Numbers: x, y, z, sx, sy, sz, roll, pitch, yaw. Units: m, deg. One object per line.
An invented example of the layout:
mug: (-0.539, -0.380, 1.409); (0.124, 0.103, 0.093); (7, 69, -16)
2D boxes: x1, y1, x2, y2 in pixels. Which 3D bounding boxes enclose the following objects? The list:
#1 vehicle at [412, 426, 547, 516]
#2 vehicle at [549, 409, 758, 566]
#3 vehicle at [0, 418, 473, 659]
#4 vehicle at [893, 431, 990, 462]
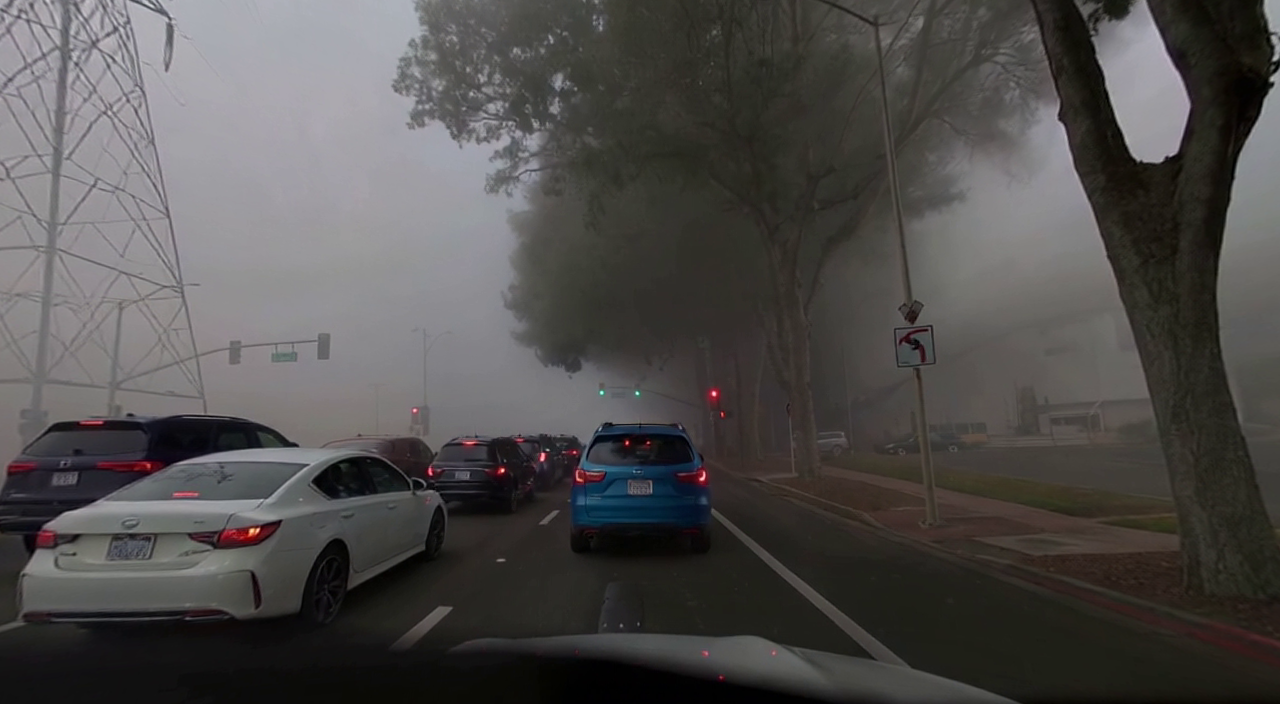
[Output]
vehicle: (-3.259, 2.492, 13.683); (1.997, 1.636, 3.760); (0, -8, -1)
vehicle: (0.086, 1.757, 8.957); (2.239, 1.661, 4.224); (0, -8, -2)
vehicle: (-3.181, 1.484, 6.214); (1.973, 1.469, 4.448); (0, -8, -1)
vehicle: (15.084, 4.741, 31.731); (3.858, 1.437, 1.899); (0, -8, -5)
